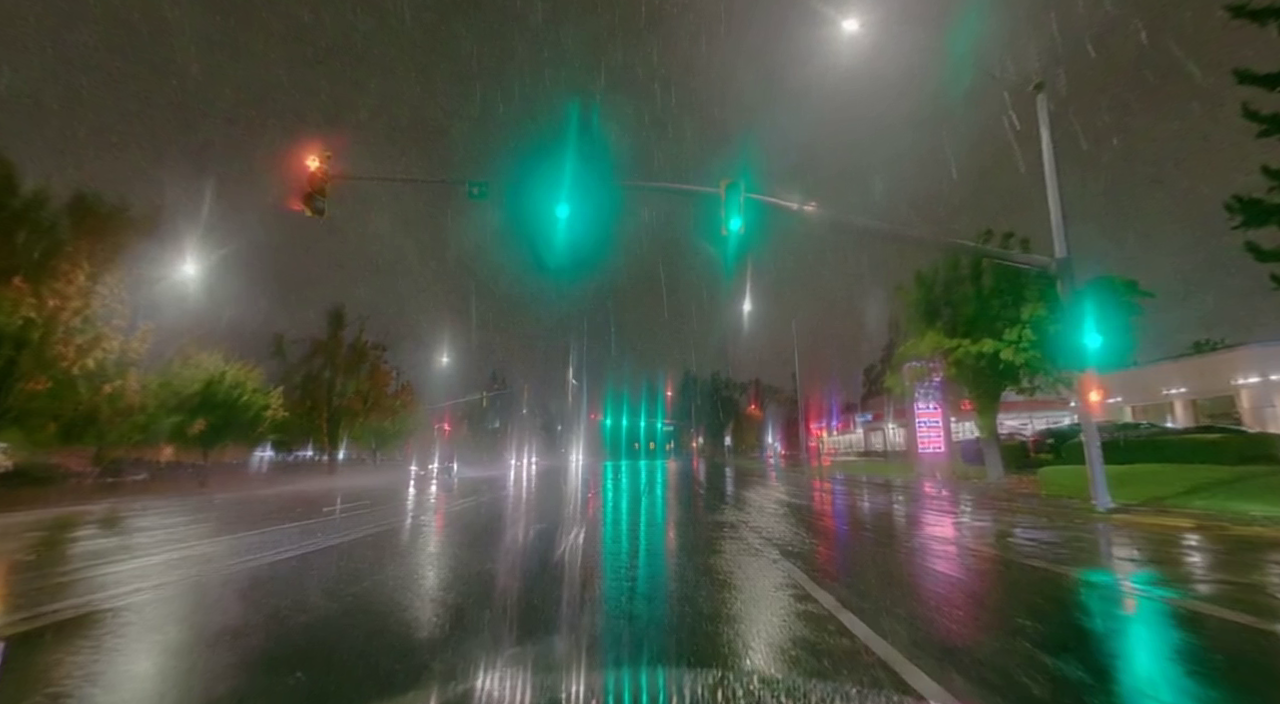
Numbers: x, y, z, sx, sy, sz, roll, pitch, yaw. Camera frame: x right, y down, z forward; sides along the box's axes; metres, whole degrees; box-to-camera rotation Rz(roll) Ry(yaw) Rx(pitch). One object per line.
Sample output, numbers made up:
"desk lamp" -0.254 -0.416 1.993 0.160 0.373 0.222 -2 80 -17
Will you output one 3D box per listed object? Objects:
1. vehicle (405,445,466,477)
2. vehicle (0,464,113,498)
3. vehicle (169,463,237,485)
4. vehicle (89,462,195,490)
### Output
"vehicle" -14.464 7.729 44.977 2.315 1.998 5.808 -3 -8 1
"vehicle" -30.898 6.723 32.971 4.667 1.495 2.056 4 -9 -26
"vehicle" -31.433 8.758 45.408 3.590 1.441 1.605 2 -8 -15
"vehicle" -30.802 7.653 39.191 4.731 1.486 2.187 4 -9 -27
